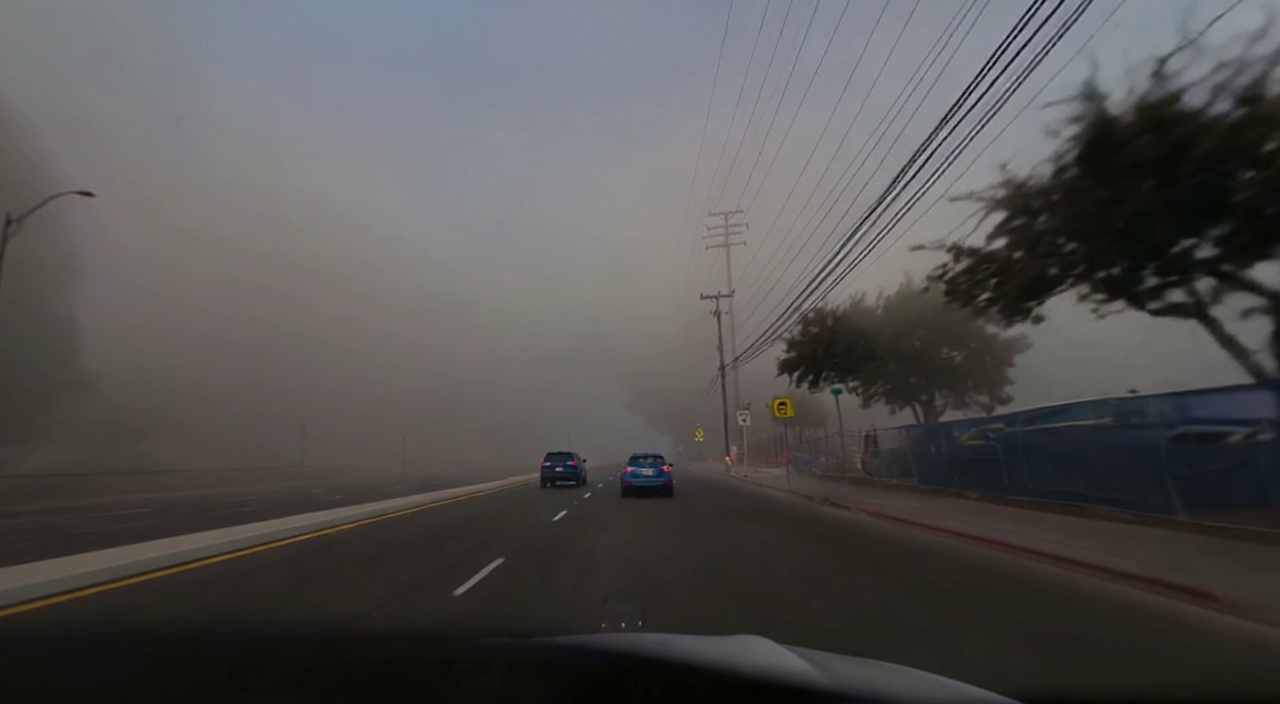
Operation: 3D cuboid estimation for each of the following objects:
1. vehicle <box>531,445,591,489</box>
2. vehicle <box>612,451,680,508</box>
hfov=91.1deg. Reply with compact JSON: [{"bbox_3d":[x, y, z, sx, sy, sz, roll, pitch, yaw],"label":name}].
[{"bbox_3d":[-3.537,5.258,29.022,2.078,1.804,4.387,-1,-9,1],"label":"vehicle"},{"bbox_3d":[0.185,4.197,21.149,2.059,1.691,3.980,-1,-9,0],"label":"vehicle"}]
